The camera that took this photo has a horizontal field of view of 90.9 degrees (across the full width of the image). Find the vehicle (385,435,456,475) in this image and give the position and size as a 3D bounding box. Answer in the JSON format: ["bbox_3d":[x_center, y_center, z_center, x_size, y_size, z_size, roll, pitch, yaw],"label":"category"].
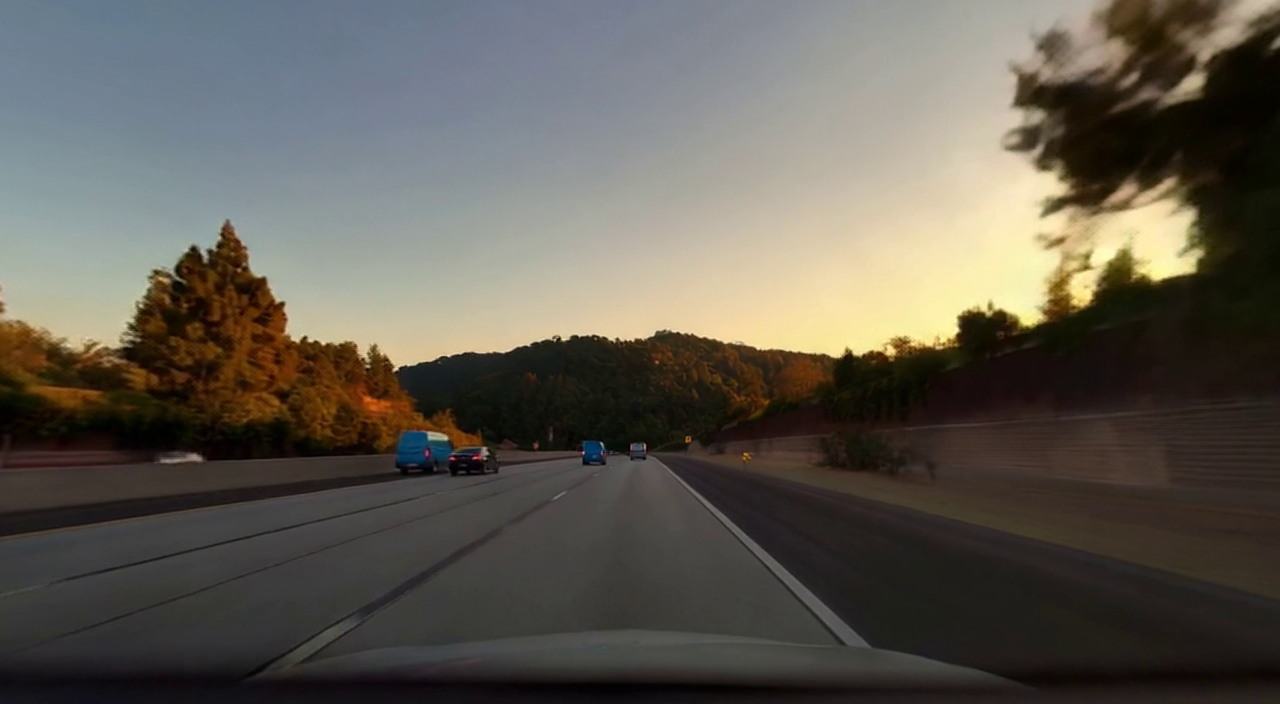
[{"bbox_3d":[-11.016,5.202,32.067,1.977,1.870,4.525,0,-8,0],"label":"vehicle"}]

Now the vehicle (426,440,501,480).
[{"bbox_3d":[-7.544,4.637,27.320,2.014,1.598,4.015,0,-8,1],"label":"vehicle"}]

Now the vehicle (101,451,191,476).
[{"bbox_3d":[-31.687,7.123,40.643,2.068,1.476,4.548,0,-8,0],"label":"vehicle"}]
